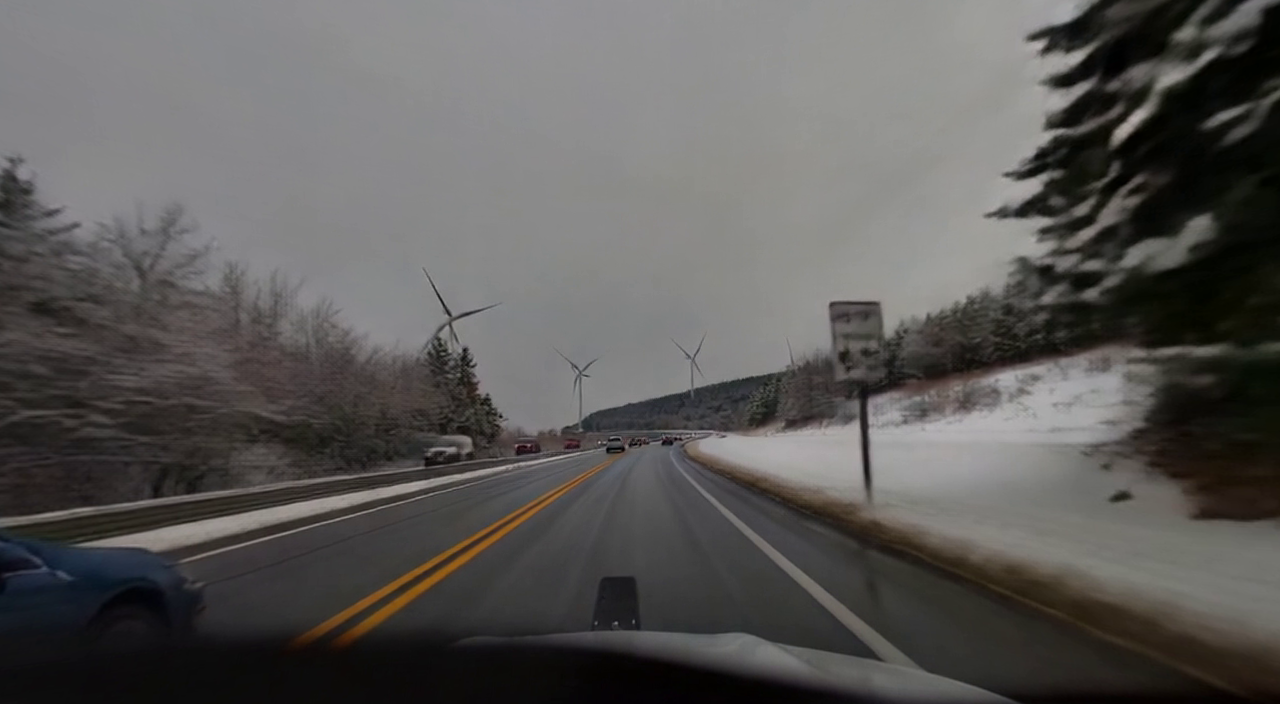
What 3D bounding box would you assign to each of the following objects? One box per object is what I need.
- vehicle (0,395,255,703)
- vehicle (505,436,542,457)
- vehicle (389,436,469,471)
[{"bbox_3d":[-2.902,0.721,0.929,1.918,1.443,4.422,0,-8,-1],"label":"vehicle"},{"bbox_3d":[-8.615,7.034,46.998,1.823,1.509,4.008,0,-8,3],"label":"vehicle"},{"bbox_3d":[-9.592,4.638,29.094,1.917,1.475,4.700,0,-8,3],"label":"vehicle"}]
